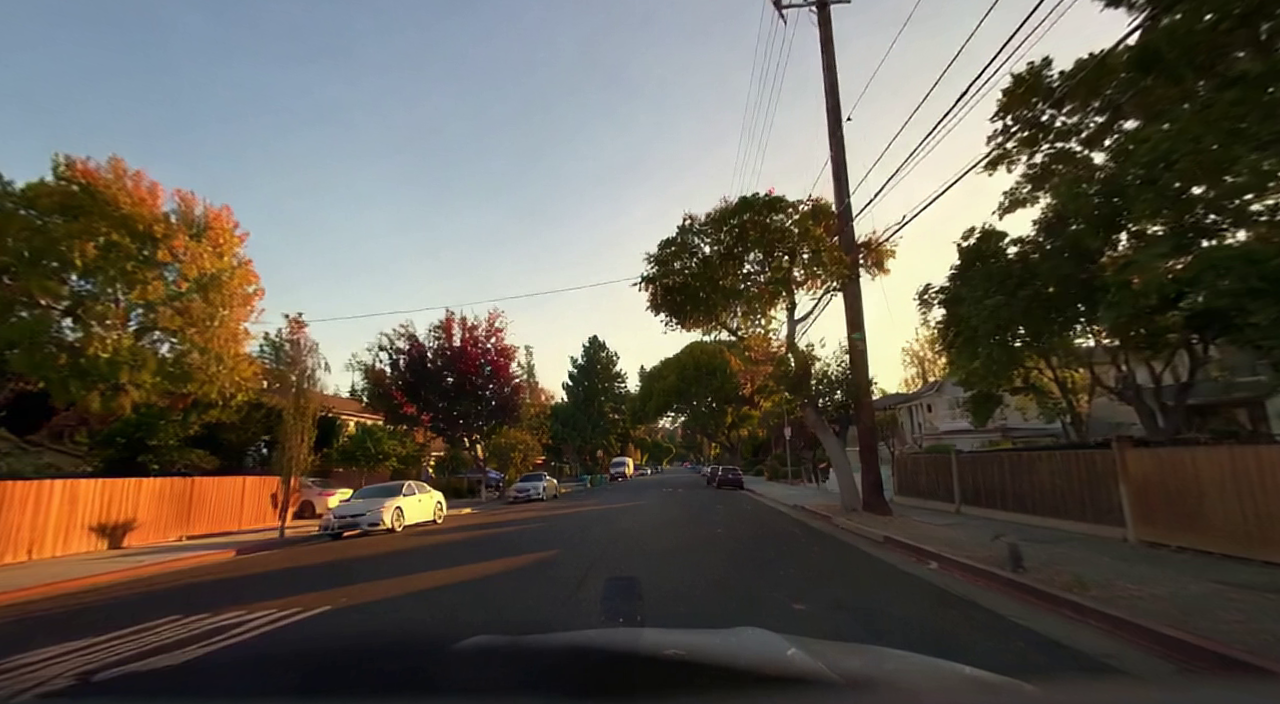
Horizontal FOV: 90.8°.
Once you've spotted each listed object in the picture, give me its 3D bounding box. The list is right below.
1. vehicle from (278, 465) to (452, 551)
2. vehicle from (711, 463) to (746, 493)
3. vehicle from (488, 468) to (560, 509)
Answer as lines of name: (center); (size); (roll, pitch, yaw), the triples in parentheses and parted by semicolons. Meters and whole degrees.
vehicle: (-6.591, 3.750, 15.820); (2.061, 1.466, 4.660); (-4, -8, 4)
vehicle: (5.095, 7.269, 36.668); (1.903, 1.500, 4.057); (-1, -9, 7)
vehicle: (-5.440, 6.461, 30.269); (2.062, 1.500, 4.629); (-4, -8, 6)
